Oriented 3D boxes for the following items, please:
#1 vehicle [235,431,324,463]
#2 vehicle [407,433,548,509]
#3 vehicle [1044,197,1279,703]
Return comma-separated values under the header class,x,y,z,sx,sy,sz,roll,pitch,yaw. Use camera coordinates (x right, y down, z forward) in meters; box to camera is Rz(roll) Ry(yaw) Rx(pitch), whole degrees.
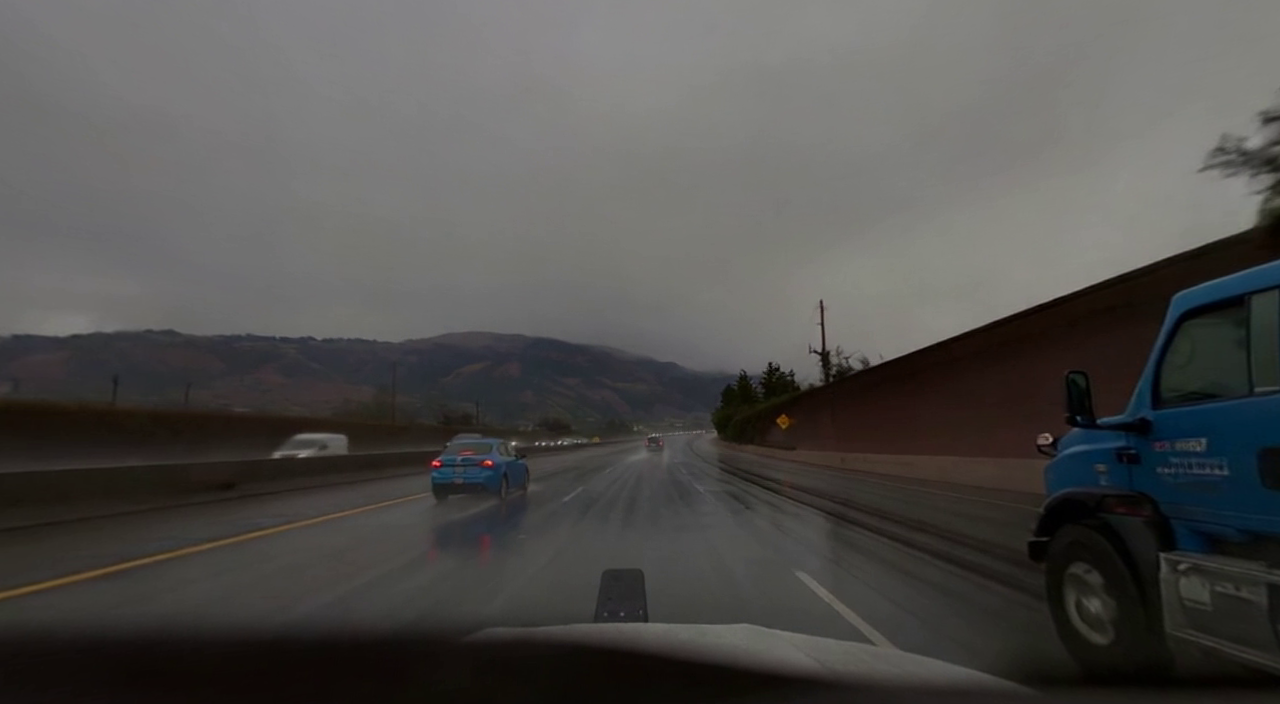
class,x,y,z,sx,sy,sz,roll,pitch,yaw
vehicle,-25.467,6.759,44.660,2.494,2.042,6.228,0,-9,1
vehicle,-3.583,2.719,14.814,1.974,1.493,4.563,0,-9,2
vehicle,3.654,0.252,0.345,2.538,2.228,6.370,0,-9,-1
